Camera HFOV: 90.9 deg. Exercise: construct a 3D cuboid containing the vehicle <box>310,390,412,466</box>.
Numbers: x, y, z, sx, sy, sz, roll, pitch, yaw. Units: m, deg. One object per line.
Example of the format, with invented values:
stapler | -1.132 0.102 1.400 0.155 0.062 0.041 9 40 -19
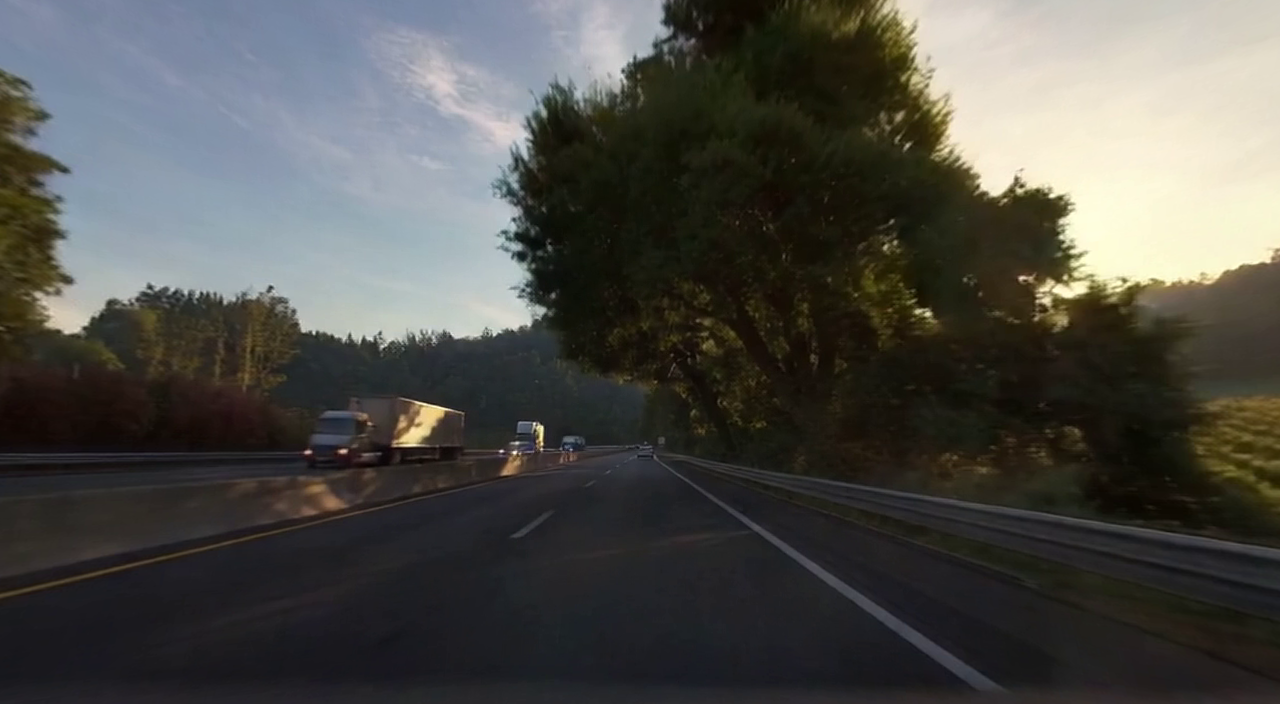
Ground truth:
vehicle | -15.427 4.363 35.423 2.987 3.859 5.763 0 -9 0
